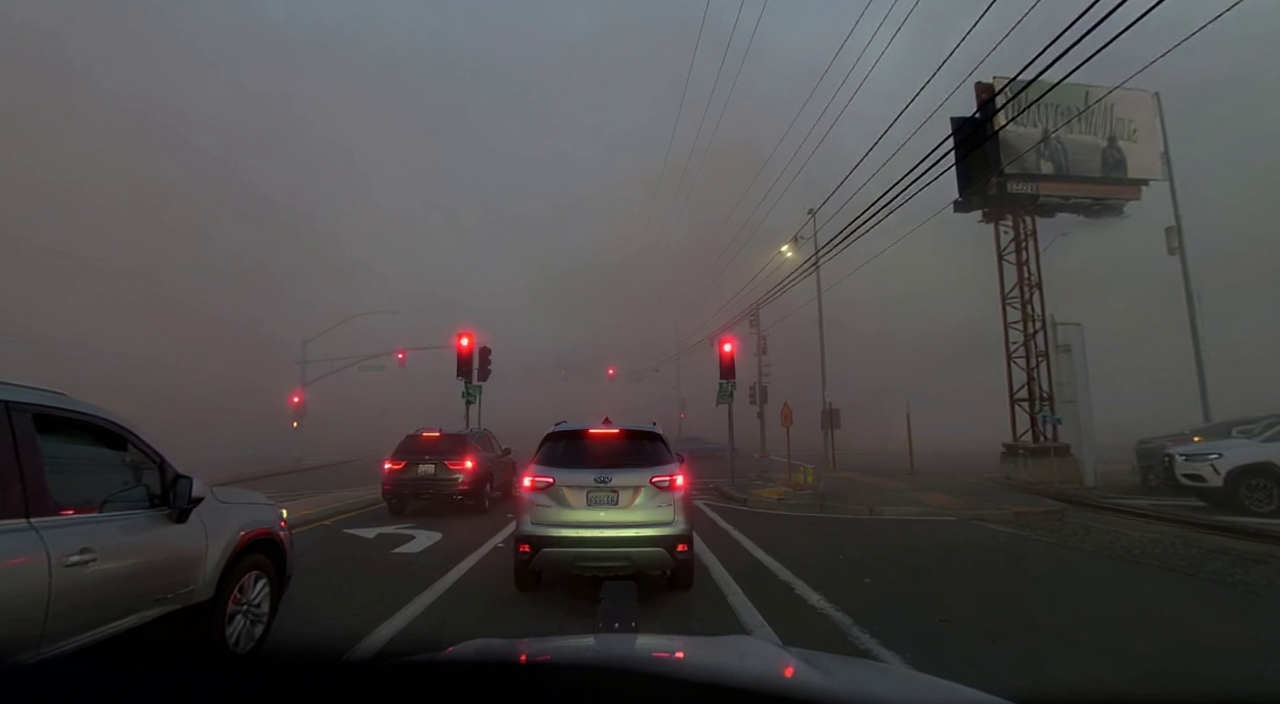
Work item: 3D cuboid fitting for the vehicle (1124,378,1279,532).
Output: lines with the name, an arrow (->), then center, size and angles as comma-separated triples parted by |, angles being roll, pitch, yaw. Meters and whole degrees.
vehicle -> 9.609, 1.317, 8.190 | 5.060, 1.702, 2.033 | 1, -9, -4

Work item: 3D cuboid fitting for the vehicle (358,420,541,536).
vehicle -> -3.147, 2.184, 11.508 | 1.988, 1.678, 4.317 | 0, -9, 0

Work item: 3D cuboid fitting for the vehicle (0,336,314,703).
vehicle -> -3.927, 0.864, 2.981 | 2.052, 1.814, 5.184 | 0, -9, -1

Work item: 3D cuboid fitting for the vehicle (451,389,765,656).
vehicle -> -0.210, 1.376, 5.997 | 2.025, 1.723, 3.644 | 0, -9, 0

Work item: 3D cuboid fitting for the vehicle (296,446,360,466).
vehicle -> -24.205, 8.069, 49.087 | 4.357, 1.444, 1.842 | -3, -9, 19
